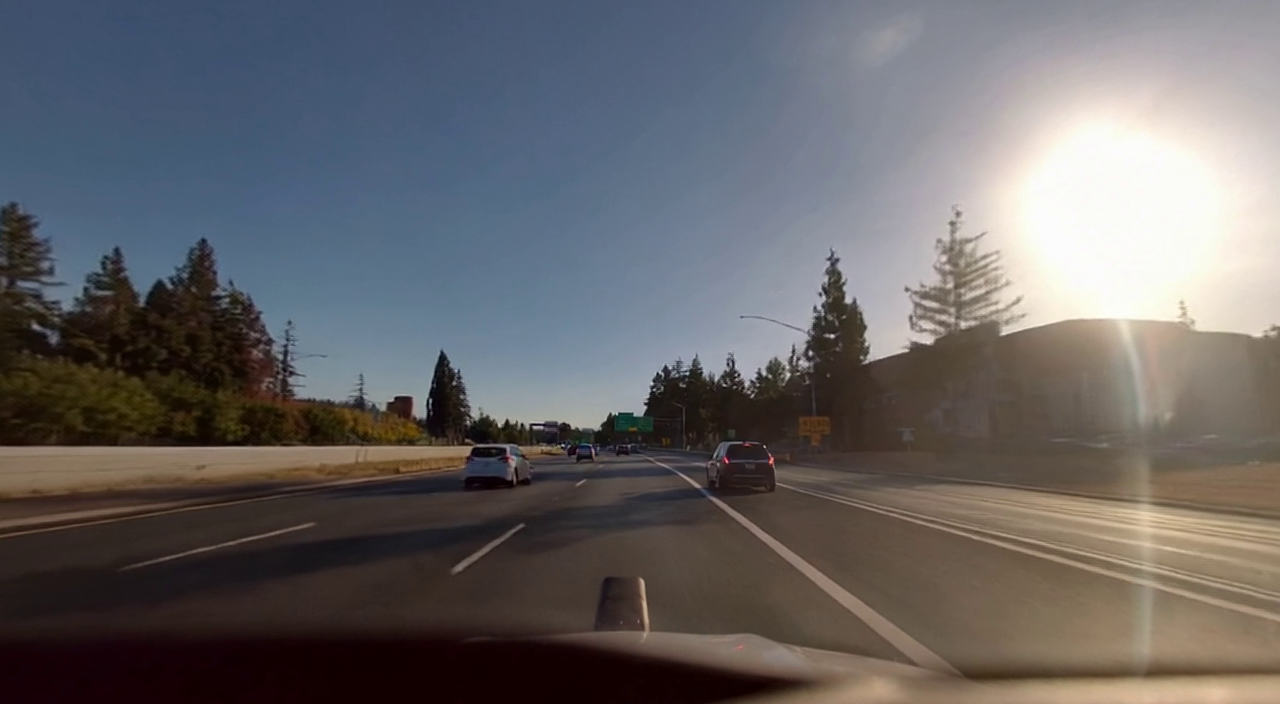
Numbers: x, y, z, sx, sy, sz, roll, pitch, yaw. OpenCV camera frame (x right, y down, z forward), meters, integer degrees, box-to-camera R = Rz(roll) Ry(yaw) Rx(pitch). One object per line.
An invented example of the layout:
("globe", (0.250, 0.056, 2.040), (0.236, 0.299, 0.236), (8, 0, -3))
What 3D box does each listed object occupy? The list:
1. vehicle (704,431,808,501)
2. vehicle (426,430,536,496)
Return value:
("vehicle", (3.037, 3.091, 17.548), (1.997, 1.686, 4.247), (0, -8, -1))
("vehicle", (-4.726, 3.369, 19.642), (2.176, 1.779, 4.755), (0, -8, 0))
